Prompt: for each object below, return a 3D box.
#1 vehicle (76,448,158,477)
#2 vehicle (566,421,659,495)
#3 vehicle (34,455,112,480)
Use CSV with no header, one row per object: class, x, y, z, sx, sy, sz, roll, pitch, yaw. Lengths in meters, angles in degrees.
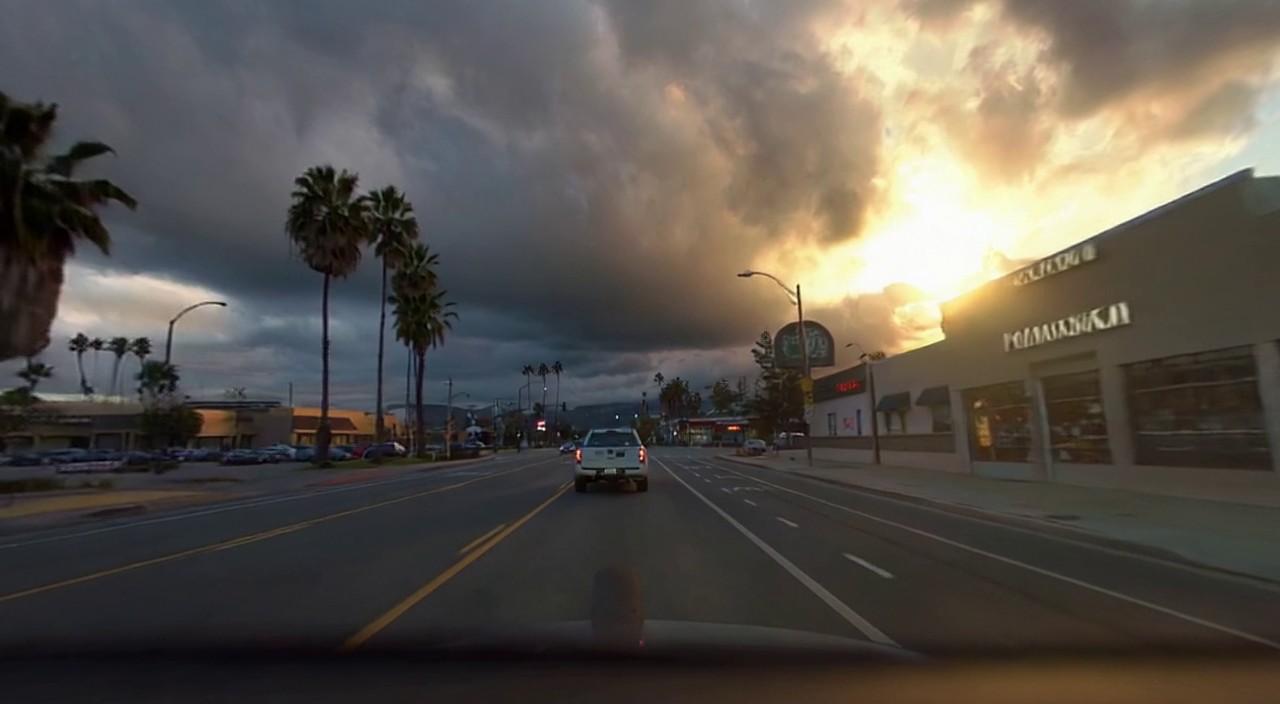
vehicle,-34.835,7.335,42.075,2.013,1.785,4.331,1,-8,-5
vehicle,-0.691,2.854,17.287,2.239,1.763,4.096,0,-8,-1
vehicle,-37.660,7.671,41.926,1.685,1.466,3.858,0,-8,-3
